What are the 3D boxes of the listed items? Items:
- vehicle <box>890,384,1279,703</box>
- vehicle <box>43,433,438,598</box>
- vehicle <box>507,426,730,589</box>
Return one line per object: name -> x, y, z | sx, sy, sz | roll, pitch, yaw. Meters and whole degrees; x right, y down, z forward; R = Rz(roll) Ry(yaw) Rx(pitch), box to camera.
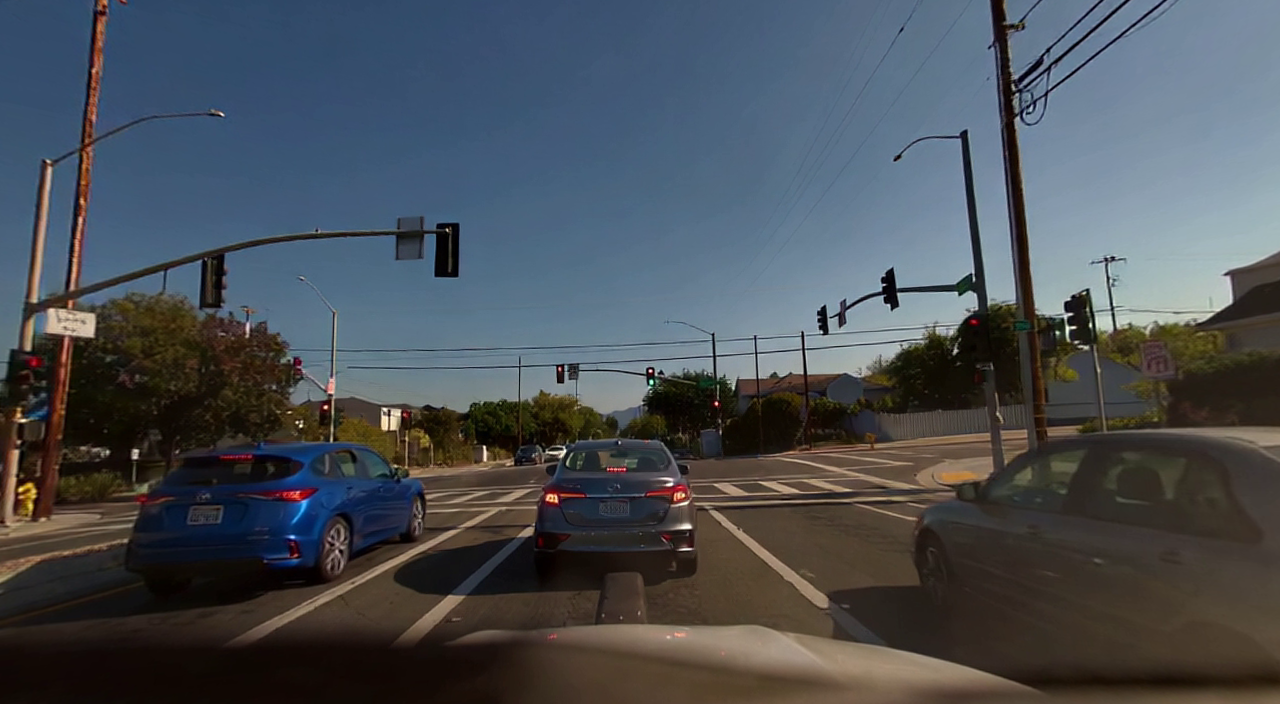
vehicle -> 2.917, 1.016, 3.049 | 1.860, 1.494, 3.707 | 0, -8, 0
vehicle -> -4.369, 1.819, 8.006 | 2.106, 1.492, 4.312 | 0, -8, 1
vehicle -> -0.225, 1.756, 8.018 | 2.061, 1.485, 4.196 | 0, -8, -1
